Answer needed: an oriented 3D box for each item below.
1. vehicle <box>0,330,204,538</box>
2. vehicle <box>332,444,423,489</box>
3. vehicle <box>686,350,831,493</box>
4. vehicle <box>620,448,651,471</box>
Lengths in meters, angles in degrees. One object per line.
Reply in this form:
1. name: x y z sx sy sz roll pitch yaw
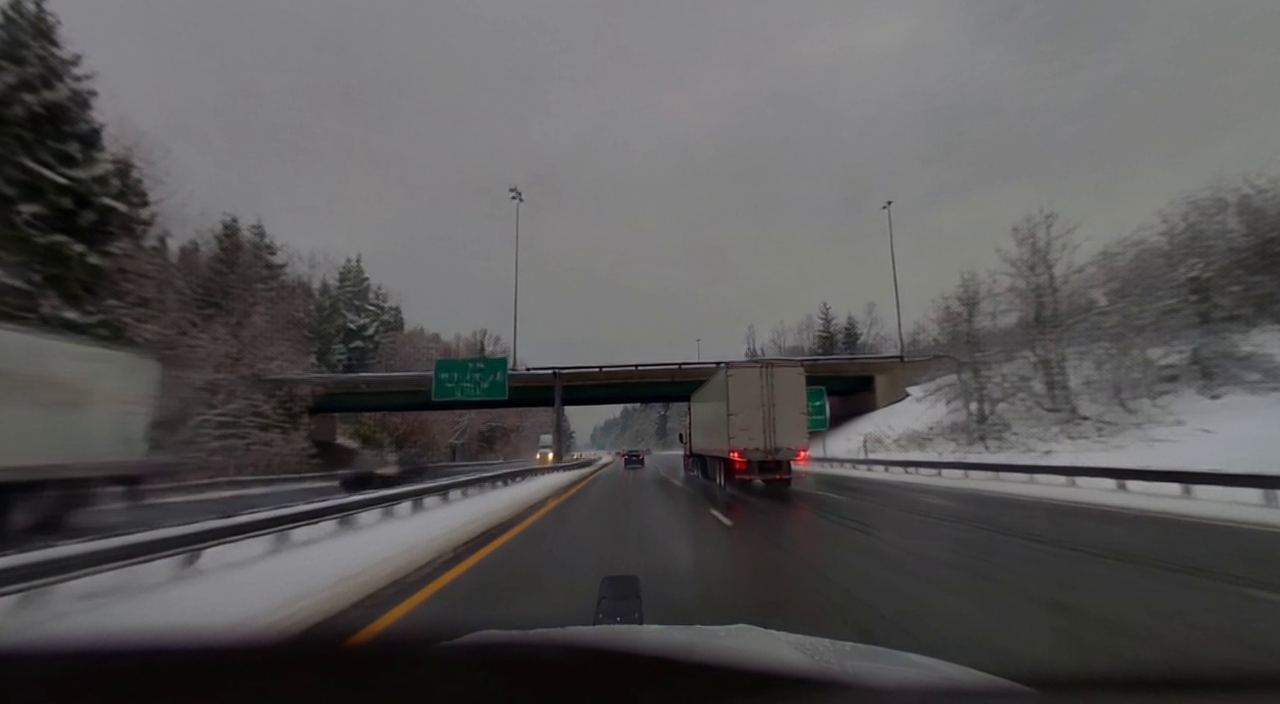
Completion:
1. vehicle: -13.913 1.447 11.162 2.929 3.987 13.304 0 -9 -1
2. vehicle: -9.699 4.251 23.490 1.800 1.490 3.879 0 -9 -1
3. vehicle: 4.069 3.184 26.058 2.956 4.281 14.327 0 -9 -1
4. vehicle: -0.328 7.208 42.211 1.961 1.454 3.755 0 -9 -1
